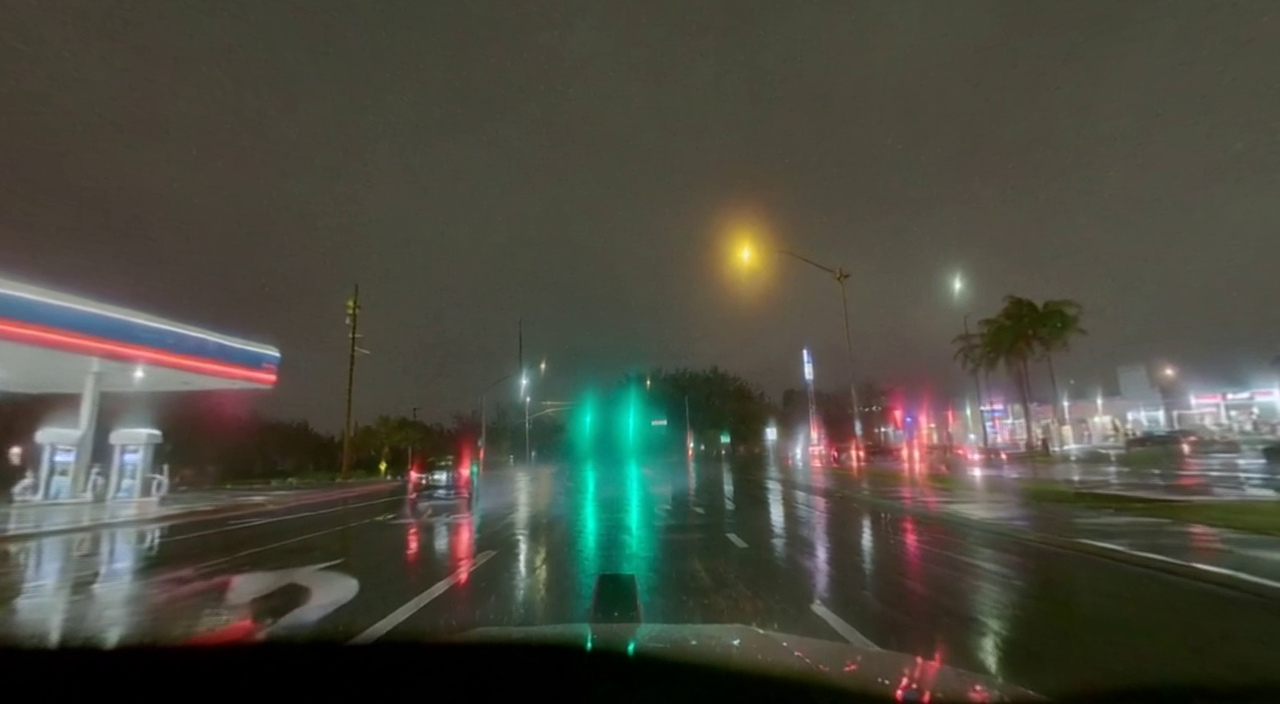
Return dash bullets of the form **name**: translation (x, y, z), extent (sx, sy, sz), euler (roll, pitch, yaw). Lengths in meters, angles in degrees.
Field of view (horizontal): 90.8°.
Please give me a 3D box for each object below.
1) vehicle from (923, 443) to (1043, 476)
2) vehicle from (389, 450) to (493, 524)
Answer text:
- **vehicle**: translation (16.279, 5.107, 30.168), extent (4.549, 1.492, 1.981), euler (-1, -9, 3)
- **vehicle**: translation (-4.998, 3.234, 15.875), extent (2.073, 1.525, 4.809), euler (3, -9, -18)
